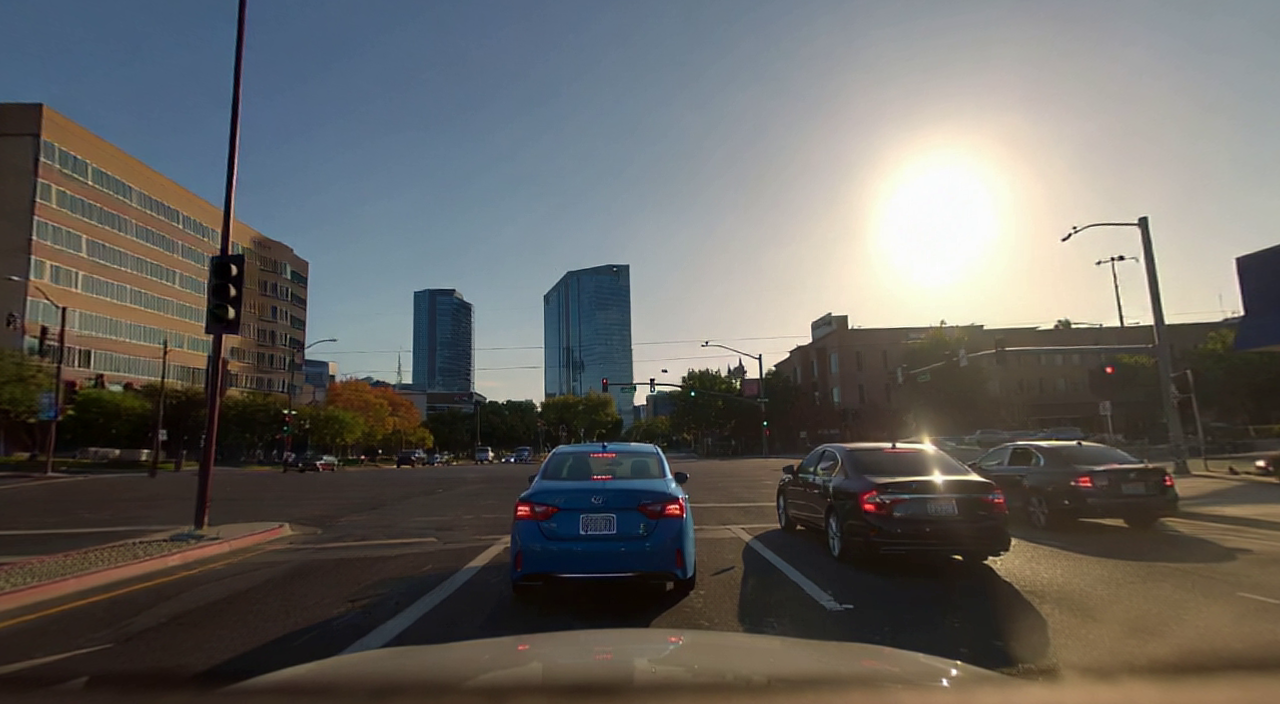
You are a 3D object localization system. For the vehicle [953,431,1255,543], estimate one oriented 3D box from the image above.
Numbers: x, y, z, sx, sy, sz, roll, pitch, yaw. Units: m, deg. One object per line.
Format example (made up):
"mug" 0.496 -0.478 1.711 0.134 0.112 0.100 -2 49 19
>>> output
"vehicle" 7.434 2.167 10.796 1.908 1.517 4.182 0 -8 -1

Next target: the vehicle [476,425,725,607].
"vehicle" -0.376 1.655 7.294 2.059 1.477 3.988 0 -8 -1

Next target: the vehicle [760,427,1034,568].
"vehicle" 3.206 1.890 8.977 2.042 1.508 4.109 0 -8 -2

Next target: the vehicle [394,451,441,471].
"vehicle" -17.139 8.383 48.688 2.048 1.463 4.530 0 -8 -1
